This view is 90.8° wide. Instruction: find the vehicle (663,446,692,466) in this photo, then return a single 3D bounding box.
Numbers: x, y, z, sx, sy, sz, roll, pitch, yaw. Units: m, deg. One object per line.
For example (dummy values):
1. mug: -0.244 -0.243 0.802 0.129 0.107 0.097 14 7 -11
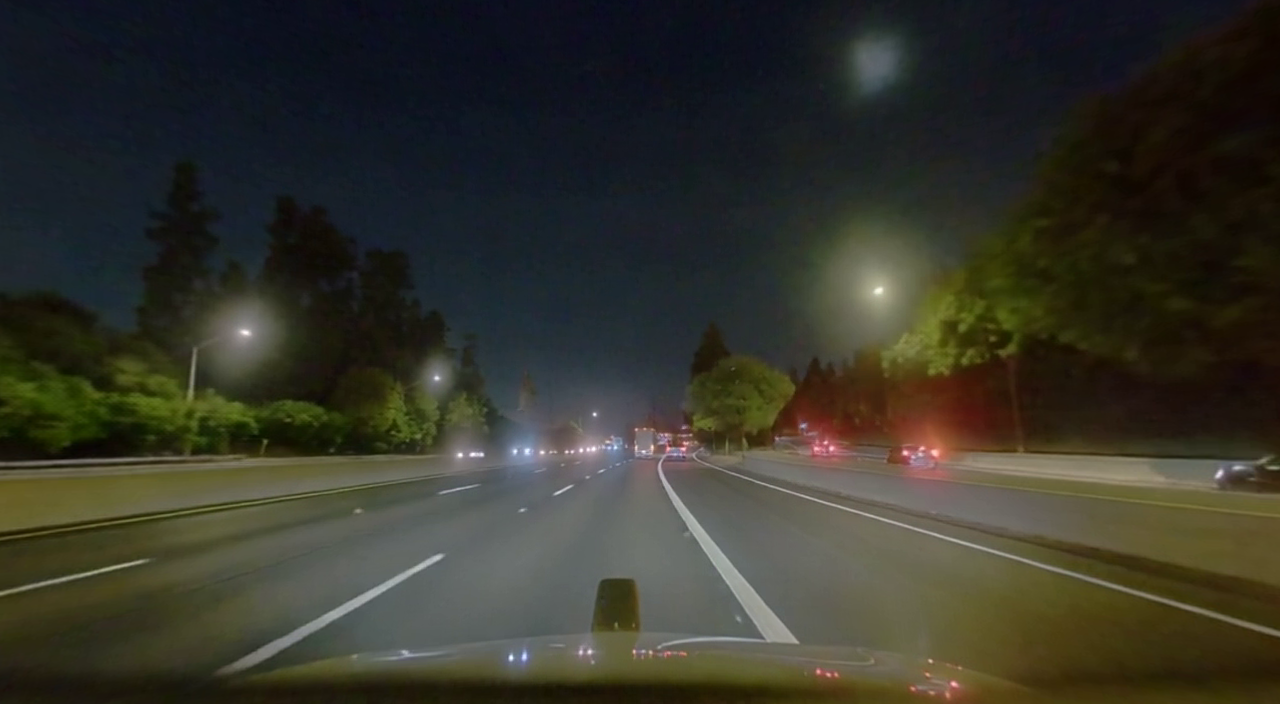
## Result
1. vehicle: 2.916 8.169 49.749 2.069 1.476 4.197 0 -9 0
